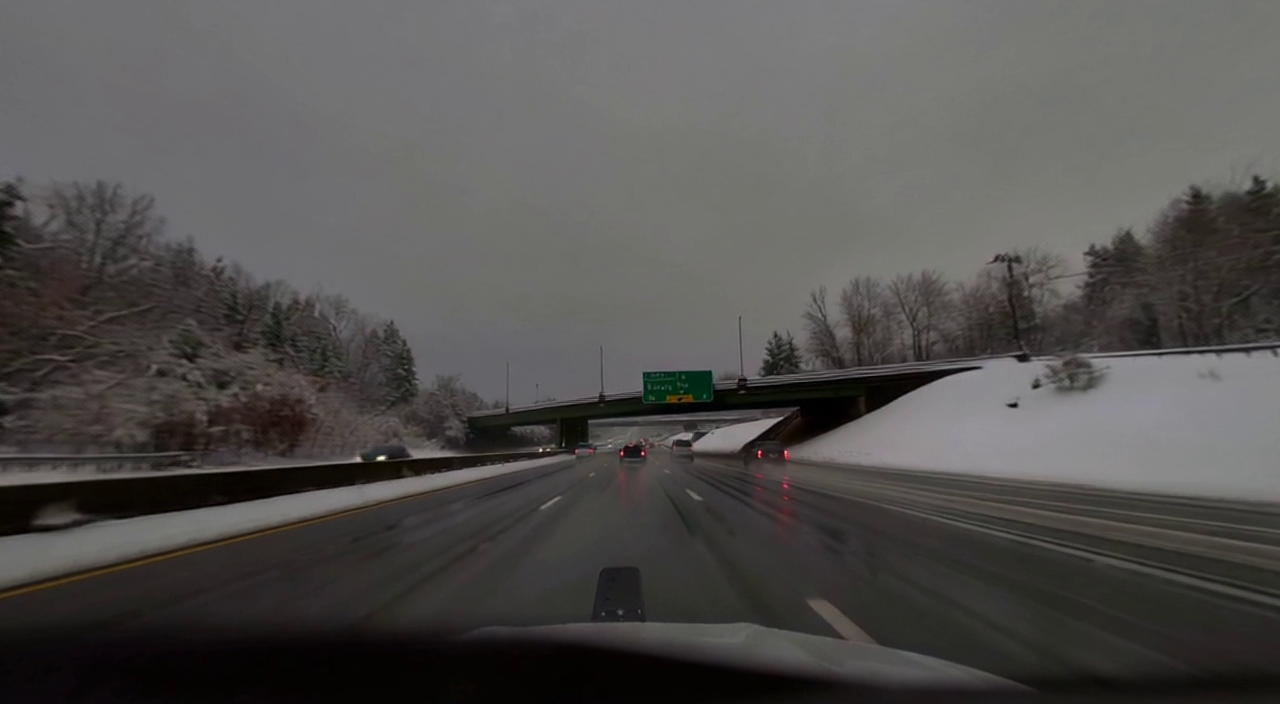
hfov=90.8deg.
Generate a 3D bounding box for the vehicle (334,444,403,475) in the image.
[{"bbox_3d":[-14.412,5.695,33.818,1.837,1.527,4.169,0,-8,0],"label":"vehicle"}]

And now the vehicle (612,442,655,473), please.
[{"bbox_3d":[-0.325,5.417,32.630,2.075,1.486,4.007,0,-8,0],"label":"vehicle"}]

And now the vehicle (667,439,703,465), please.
[{"bbox_3d":[3.274,7.388,46.845,2.177,1.831,4.766,0,-8,-2],"label":"vehicle"}]

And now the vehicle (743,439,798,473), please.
[{"bbox_3d":[6.669,5.345,32.643,1.936,1.625,3.991,0,-8,-1],"label":"vehicle"}]
